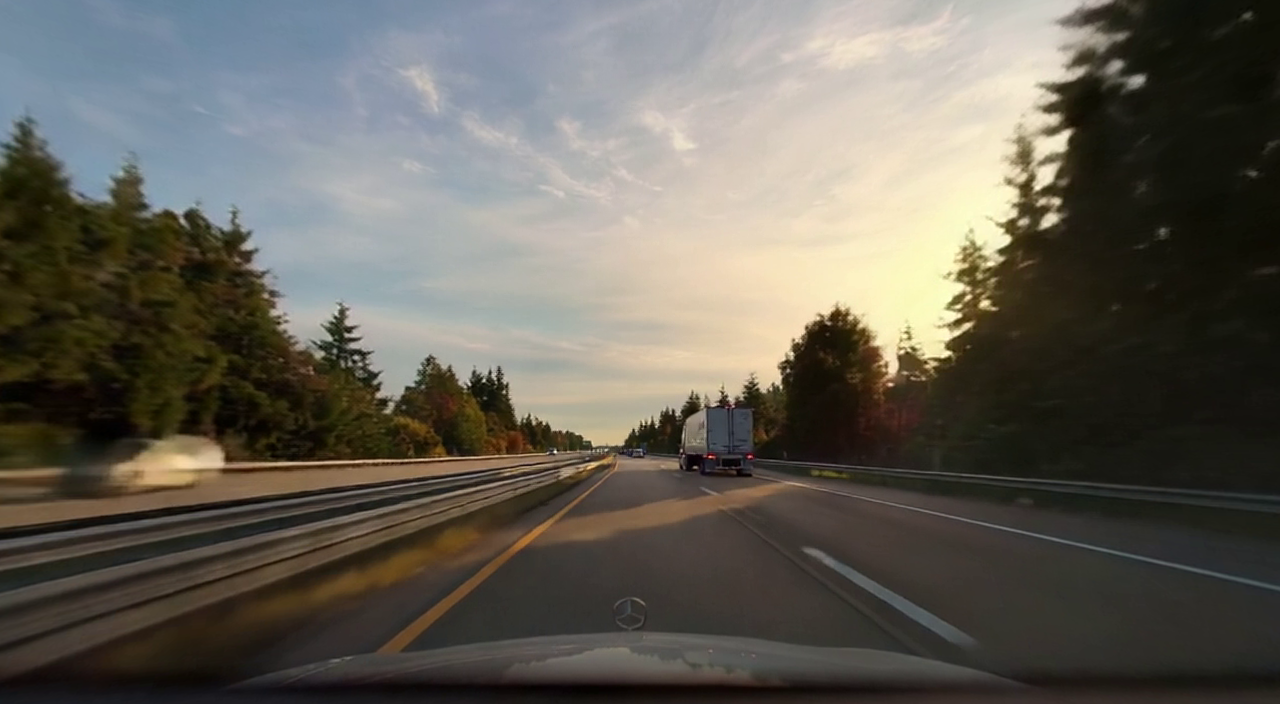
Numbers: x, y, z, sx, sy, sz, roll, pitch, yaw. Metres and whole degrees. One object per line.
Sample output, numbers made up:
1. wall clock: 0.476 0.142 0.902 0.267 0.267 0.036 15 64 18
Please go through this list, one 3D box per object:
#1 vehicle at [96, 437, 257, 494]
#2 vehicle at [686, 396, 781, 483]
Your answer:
1. vehicle: -13.091 3.215 18.121 1.792 1.449 3.693 0 -9 0
2. vehicle: 4.139 4.381 30.986 2.876 3.419 11.591 0 -9 0
